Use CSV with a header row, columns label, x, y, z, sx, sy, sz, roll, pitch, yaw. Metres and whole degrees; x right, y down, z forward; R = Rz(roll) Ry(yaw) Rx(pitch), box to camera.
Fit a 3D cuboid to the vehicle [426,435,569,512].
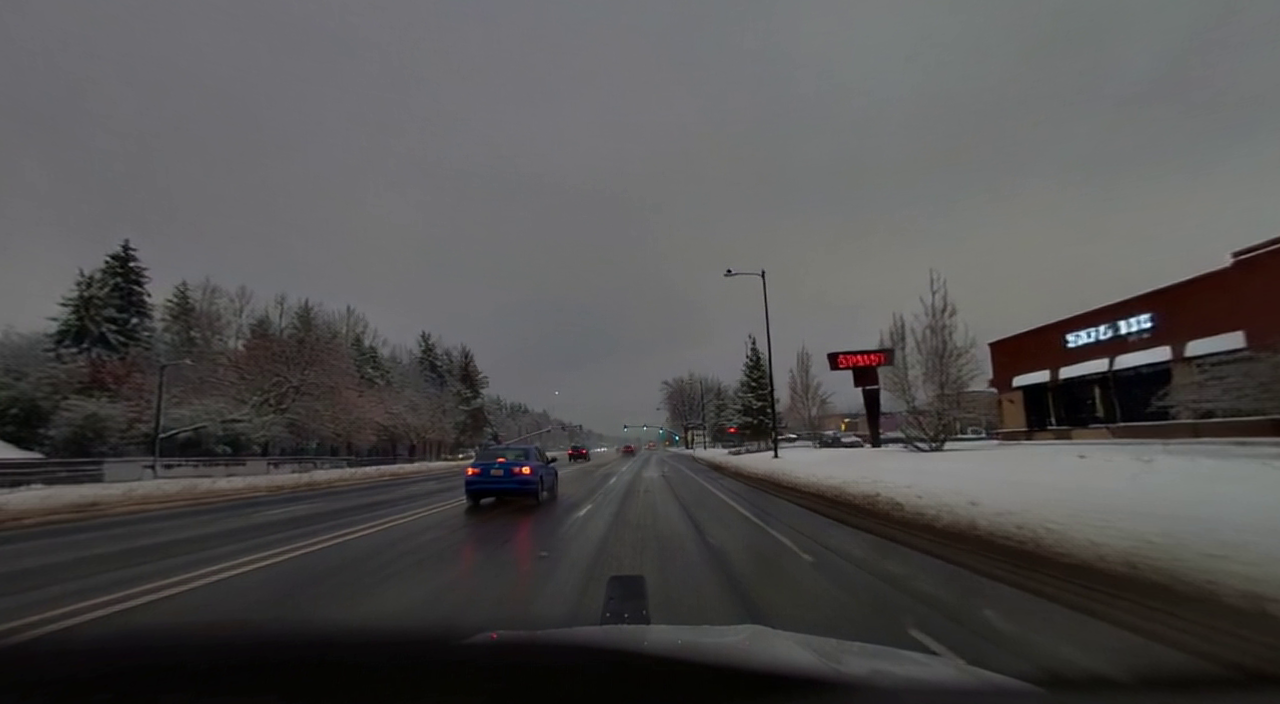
label,x,y,z,sx,sy,sz,roll,pitch,yaw
vehicle,-3.031,2.698,14.487,2.152,1.479,4.394,0,-9,1
